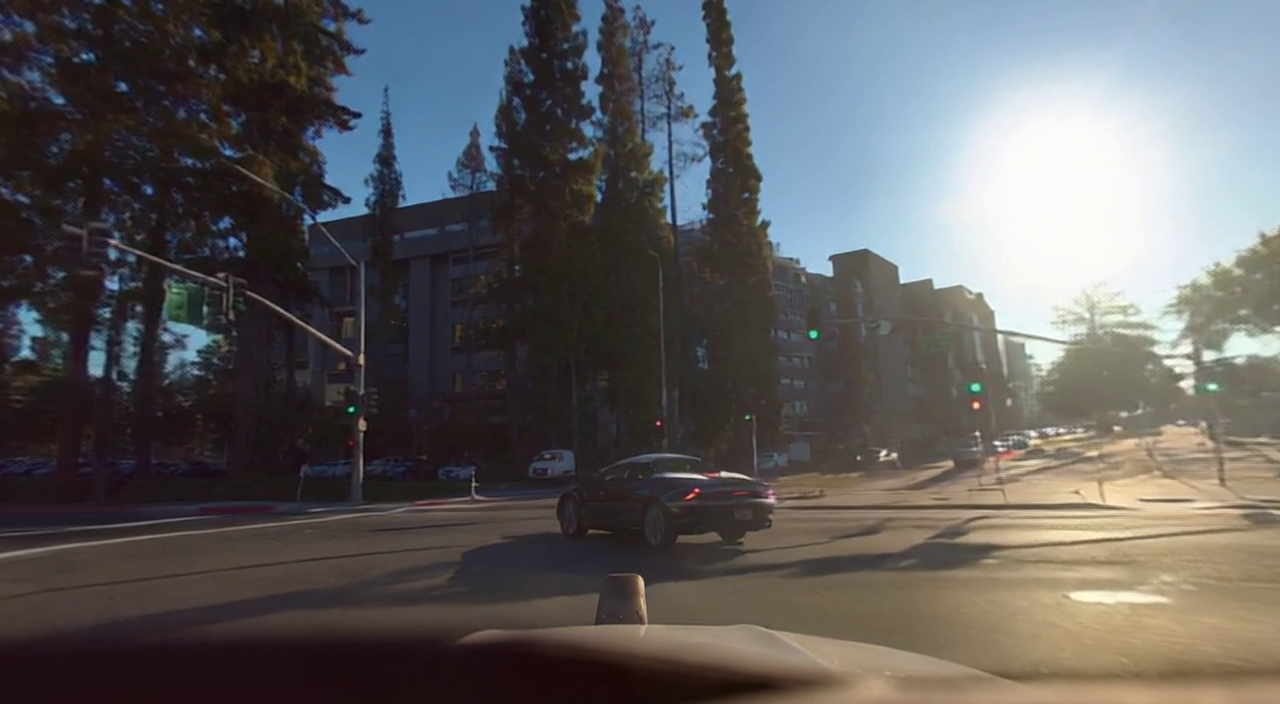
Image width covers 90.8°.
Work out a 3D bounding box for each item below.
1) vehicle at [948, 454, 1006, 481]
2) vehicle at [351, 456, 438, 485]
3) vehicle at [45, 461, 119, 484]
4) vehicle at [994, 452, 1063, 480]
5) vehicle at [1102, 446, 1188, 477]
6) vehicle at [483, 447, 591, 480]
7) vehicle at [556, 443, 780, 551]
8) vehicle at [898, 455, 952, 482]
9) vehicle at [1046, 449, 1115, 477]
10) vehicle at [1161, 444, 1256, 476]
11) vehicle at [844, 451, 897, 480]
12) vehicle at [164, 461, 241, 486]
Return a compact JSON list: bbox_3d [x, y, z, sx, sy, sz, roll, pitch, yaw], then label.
[{"bbox_3d":[18.049,6.157,34.000,1.692,1.343,3.352,-1,-9,9],"label":"vehicle"},{"bbox_3d":[-13.930,6.715,35.897,4.207,1.508,1.875,-2,-9,13],"label":"vehicle"},{"bbox_3d":[-37.577,8.085,42.600,1.627,1.392,3.330,-1,-9,10],"label":"vehicle"},{"bbox_3d":[20.663,6.066,33.745,2.006,1.371,3.426,-2,-9,12],"label":"vehicle"},{"bbox_3d":[25.944,5.606,32.615,1.970,1.449,3.604,-2,-9,12],"label":"vehicle"},{"bbox_3d":[-6.183,6.678,38.154,6.021,1.868,2.172,-2,-9,11],"label":"vehicle"},{"bbox_3d":[0.268,2.425,11.360,1.903,1.529,4.254,6,-10,-32],"label":"vehicle"},{"bbox_3d":[15.636,6.387,34.891,1.889,1.358,3.751,-2,-9,12],"label":"vehicle"},{"bbox_3d":[23.213,5.835,33.436,1.704,1.365,3.315,-2,-9,11],"label":"vehicle"},{"bbox_3d":[28.882,5.489,32.257,1.997,1.495,3.504,-2,-9,12],"label":"vehicle"},{"bbox_3d":[12.715,6.256,35.059,1.983,1.453,4.180,-1,-9,10],"label":"vehicle"},{"bbox_3d":[-27.895,7.754,40.436,1.709,1.410,3.945,-1,-9,10],"label":"vehicle"}]
